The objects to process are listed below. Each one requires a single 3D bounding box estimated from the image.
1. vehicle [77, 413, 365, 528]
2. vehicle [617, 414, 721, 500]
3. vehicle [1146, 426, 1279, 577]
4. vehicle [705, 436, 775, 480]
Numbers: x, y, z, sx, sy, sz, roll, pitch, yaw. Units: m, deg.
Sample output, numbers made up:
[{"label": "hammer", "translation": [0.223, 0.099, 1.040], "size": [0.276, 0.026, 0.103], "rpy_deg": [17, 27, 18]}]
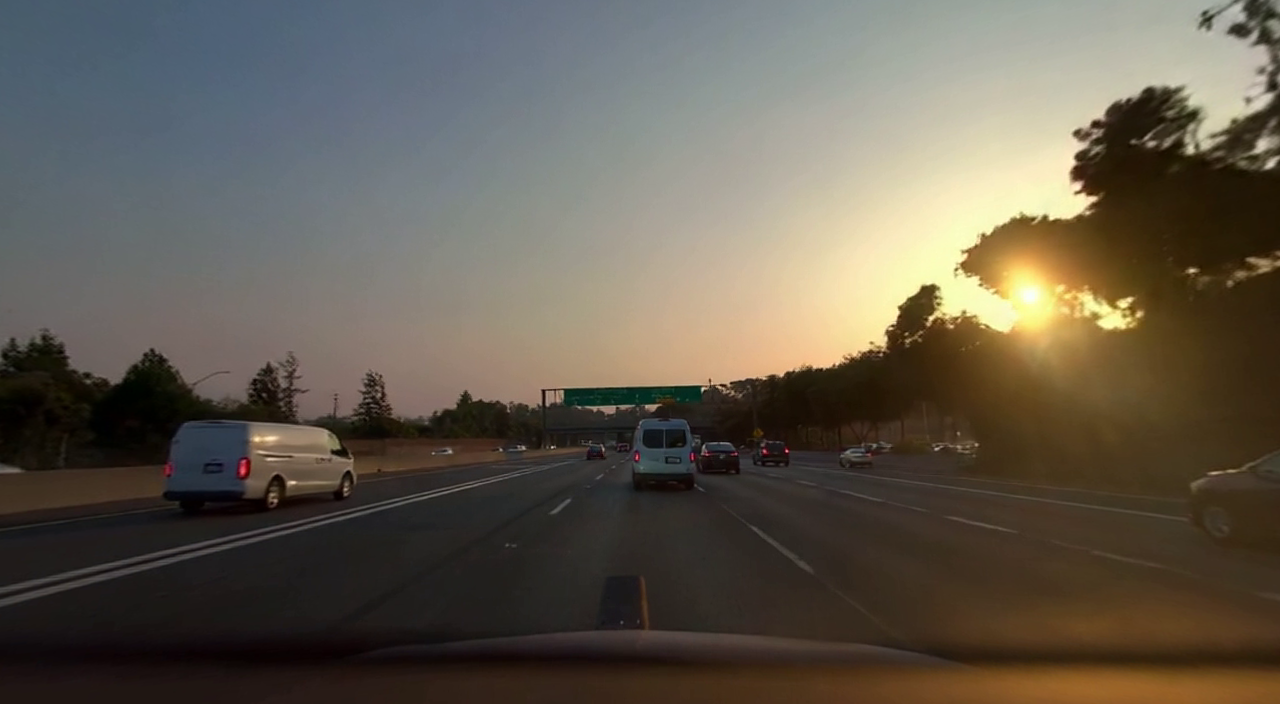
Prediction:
[{"label": "vehicle", "translation": [-7.599, 2.210, 12.308], "size": [2.192, 1.776, 4.957], "rpy_deg": [0, -9, 0]}, {"label": "vehicle", "translation": [0.646, 2.884, 17.588], "size": [2.509, 2.062, 4.639], "rpy_deg": [0, -9, -1]}, {"label": "vehicle", "translation": [7.471, 1.422, 5.730], "size": [2.016, 1.507, 4.474], "rpy_deg": [0, -9, 0]}, {"label": "vehicle", "translation": [4.052, 4.379, 26.267], "size": [2.146, 1.678, 4.489], "rpy_deg": [0, -9, -1]}]
